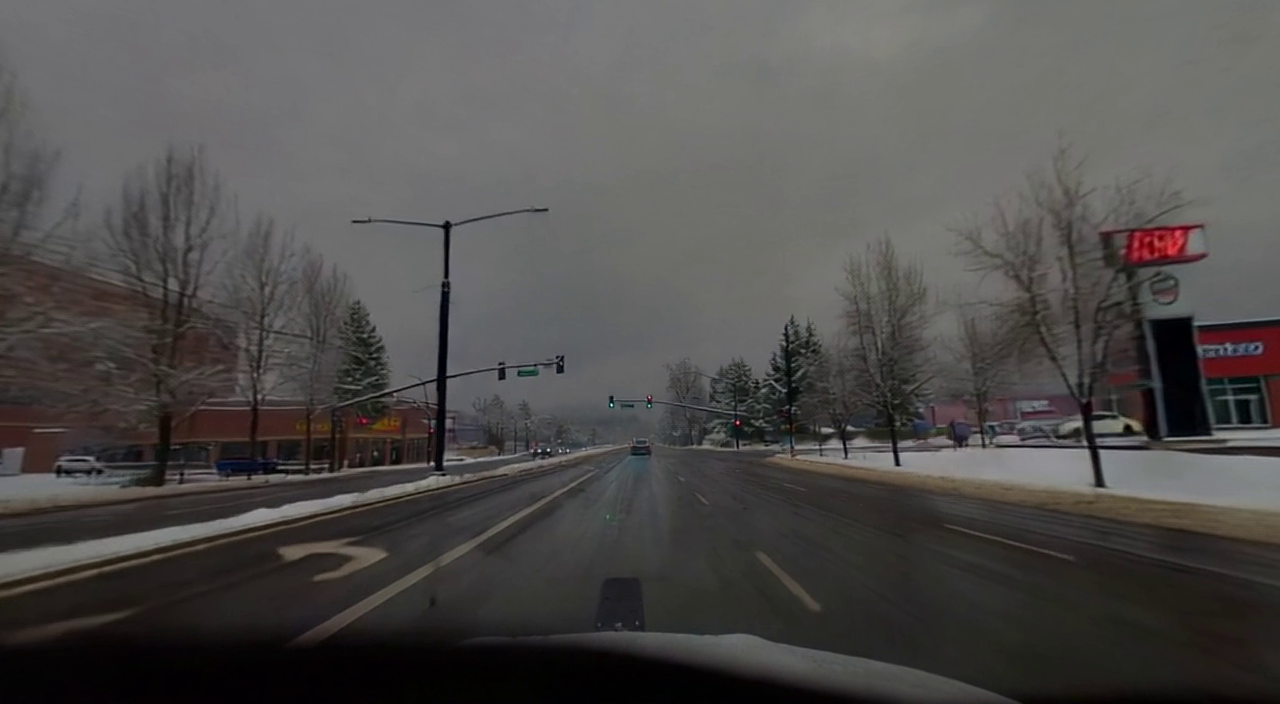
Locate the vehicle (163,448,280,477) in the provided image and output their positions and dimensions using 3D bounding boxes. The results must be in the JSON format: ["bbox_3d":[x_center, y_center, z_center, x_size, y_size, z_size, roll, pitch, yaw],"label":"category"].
[{"bbox_3d":[-29.618,7.827,44.910,6.525,1.890,2.481,0,-9,-1],"label":"vehicle"}]
